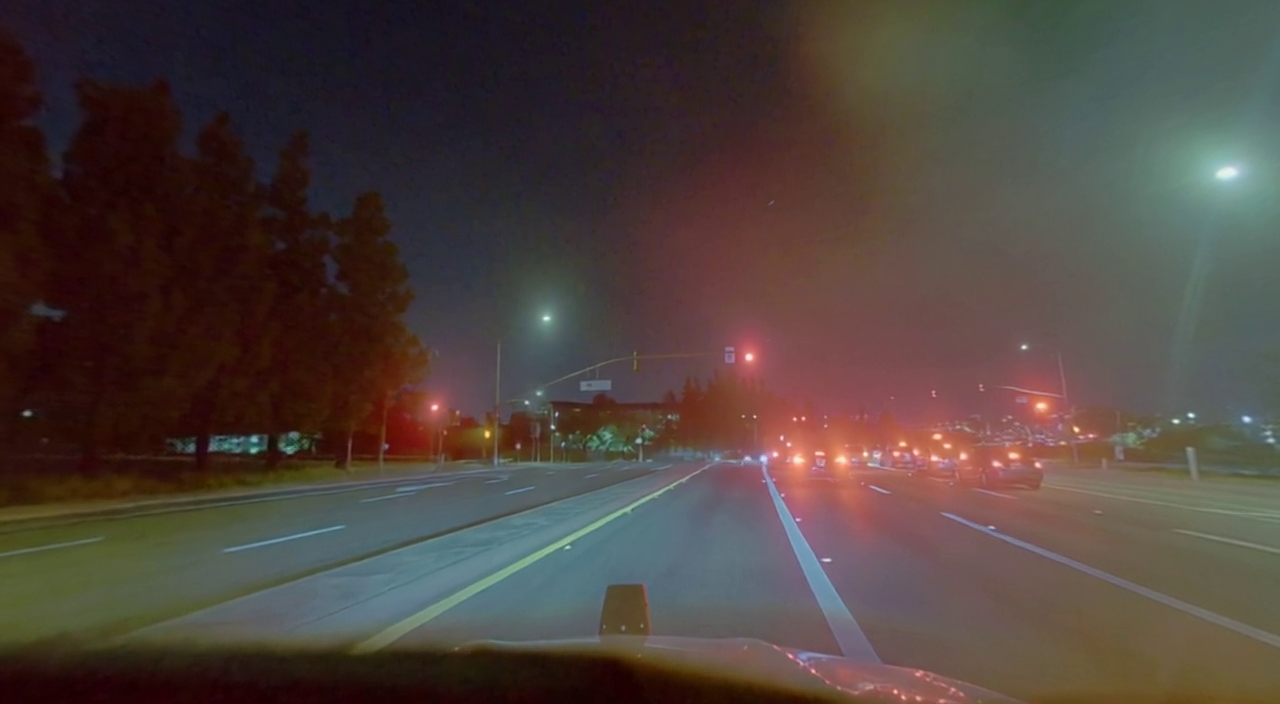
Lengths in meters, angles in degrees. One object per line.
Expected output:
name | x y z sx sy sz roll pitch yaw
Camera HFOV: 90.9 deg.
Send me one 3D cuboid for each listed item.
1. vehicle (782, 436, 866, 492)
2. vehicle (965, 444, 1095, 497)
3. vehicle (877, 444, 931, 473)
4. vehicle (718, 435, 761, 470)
vehicle | 5.757 3.513 20.210 2.078 1.578 4.107 -1 -8 10
vehicle | 12.090 3.659 19.924 1.884 1.422 4.262 -1 -8 8
vehicle | 15.257 6.146 36.624 1.901 1.484 4.093 -1 -8 8
vehicle | 5.636 5.664 35.783 2.245 1.800 4.522 -1 -8 8
